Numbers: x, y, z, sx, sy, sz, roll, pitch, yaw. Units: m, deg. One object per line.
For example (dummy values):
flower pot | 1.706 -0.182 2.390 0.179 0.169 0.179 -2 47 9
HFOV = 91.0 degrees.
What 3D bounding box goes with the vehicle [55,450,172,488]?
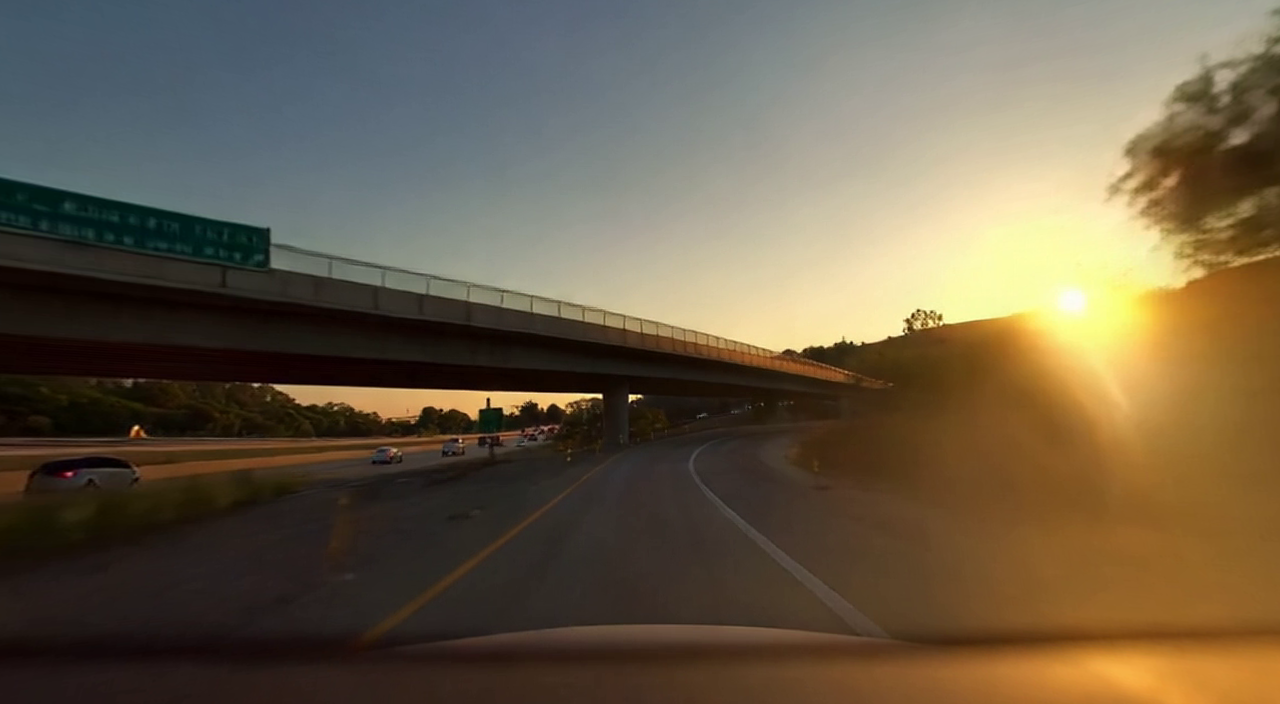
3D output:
vehicle | -27.925 6.181 33.675 2.209 1.778 5.108 1 -8 -6
